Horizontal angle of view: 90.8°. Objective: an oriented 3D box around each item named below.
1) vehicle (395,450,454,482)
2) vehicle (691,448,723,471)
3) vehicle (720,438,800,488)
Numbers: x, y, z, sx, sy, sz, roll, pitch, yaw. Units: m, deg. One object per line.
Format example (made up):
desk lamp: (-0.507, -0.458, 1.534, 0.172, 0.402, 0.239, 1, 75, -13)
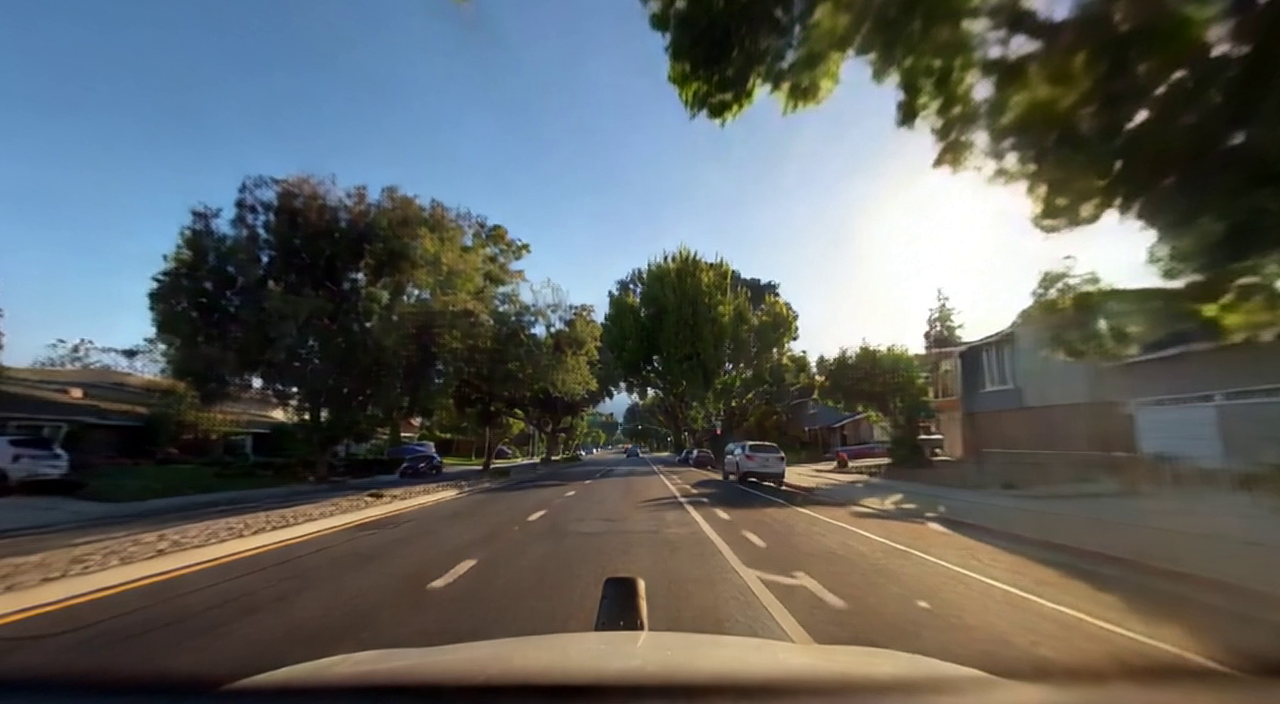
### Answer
vehicle: (-12.398, 6.547, 36.584, 1.939, 1.537, 4.197, -3, -8, 0)
vehicle: (4.747, 7.626, 45.118, 1.875, 1.540, 3.402, 0, -9, -1)
vehicle: (4.690, 4.425, 25.532, 2.180, 1.782, 4.790, 0, -9, -1)
